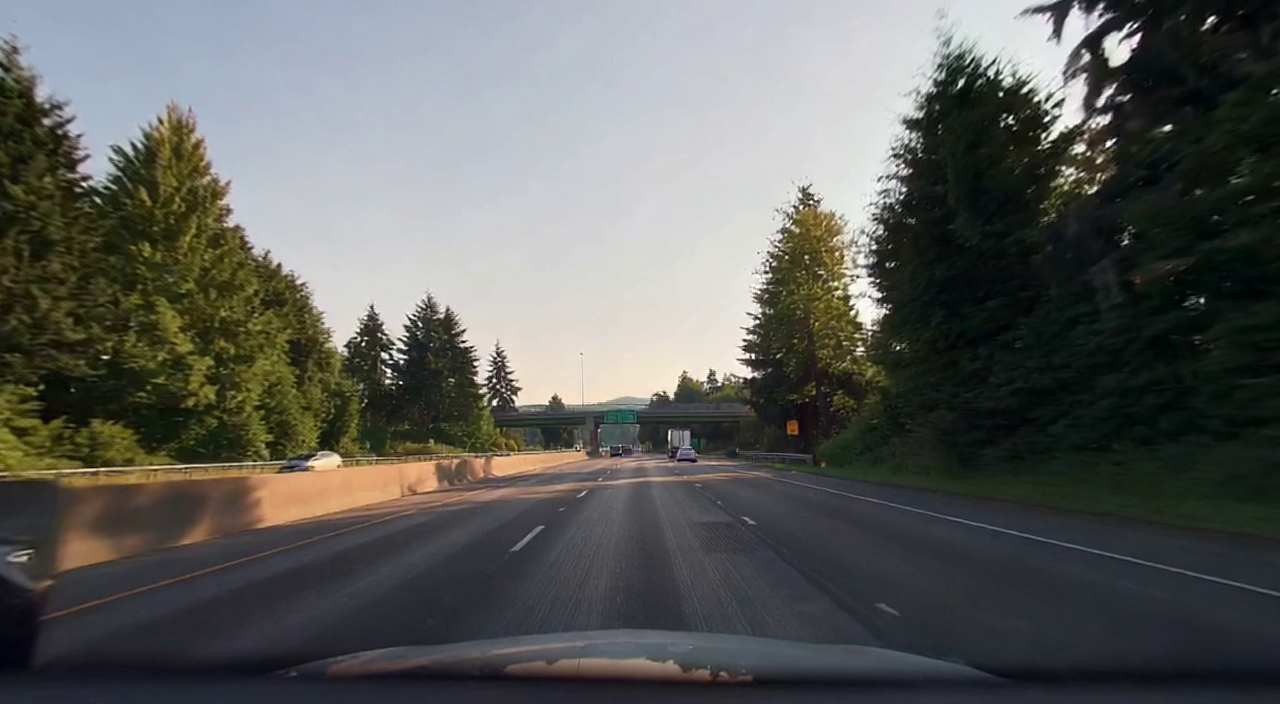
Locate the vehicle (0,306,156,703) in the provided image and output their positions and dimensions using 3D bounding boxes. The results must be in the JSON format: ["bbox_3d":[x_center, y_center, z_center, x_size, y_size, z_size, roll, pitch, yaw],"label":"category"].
[{"bbox_3d":[-3.368,0.492,0.556,2.238,1.792,4.518,0,-9,0],"label":"vehicle"}]

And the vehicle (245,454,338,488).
[{"bbox_3d":[-15.976,5.438,29.221,1.818,1.418,4.297,0,-9,1],"label":"vehicle"}]
